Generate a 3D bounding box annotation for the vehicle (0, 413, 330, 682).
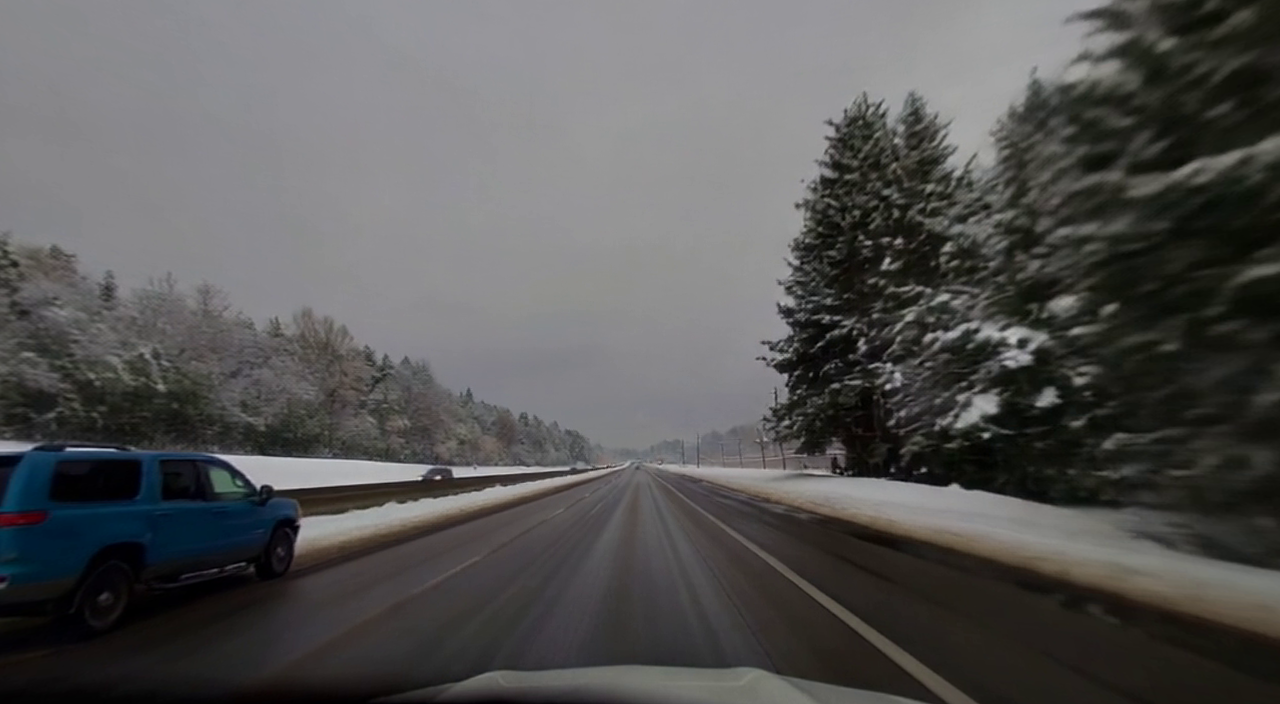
[{"bbox_3d":[-4.662,1.447,5.406,1.914,1.534,4.015,1,-10,0],"label":"vehicle"}]
